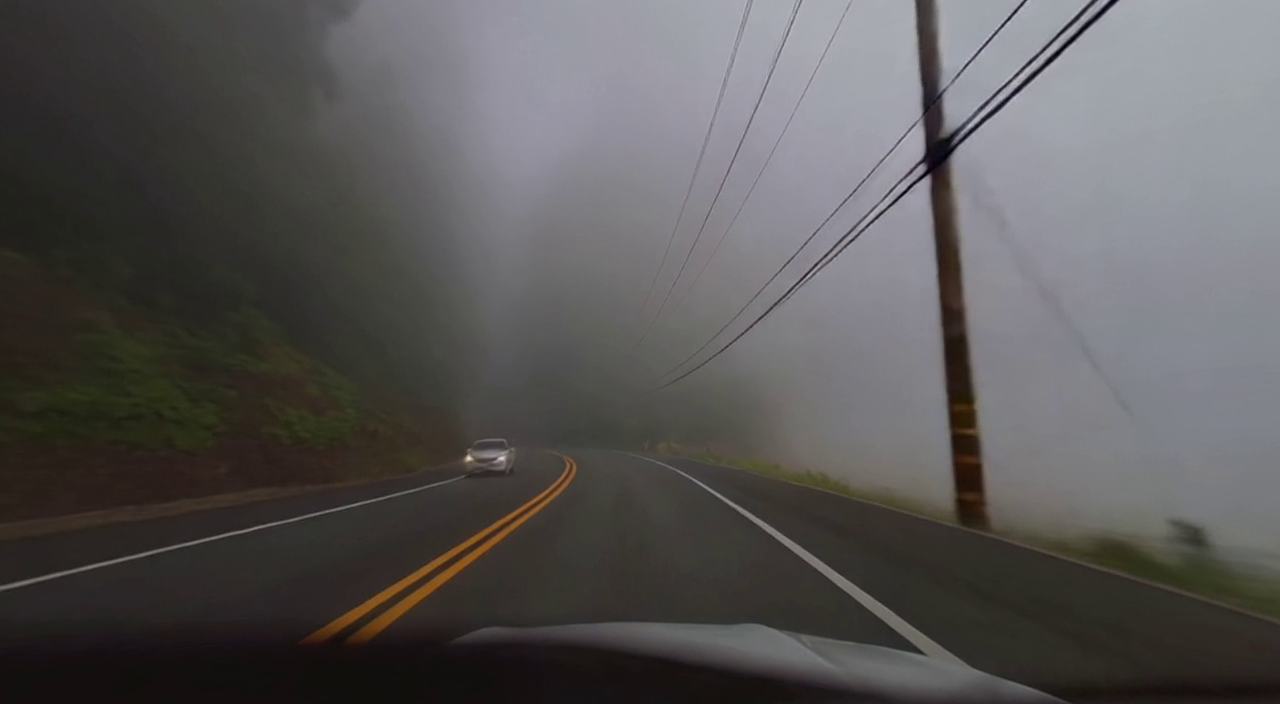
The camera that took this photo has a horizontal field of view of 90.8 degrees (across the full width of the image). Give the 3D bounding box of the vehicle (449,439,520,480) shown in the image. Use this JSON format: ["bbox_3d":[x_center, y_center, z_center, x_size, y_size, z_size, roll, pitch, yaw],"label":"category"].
[{"bbox_3d":[-6.173,4.323,25.629,2.060,1.466,4.263,0,-9,-4],"label":"vehicle"}]
